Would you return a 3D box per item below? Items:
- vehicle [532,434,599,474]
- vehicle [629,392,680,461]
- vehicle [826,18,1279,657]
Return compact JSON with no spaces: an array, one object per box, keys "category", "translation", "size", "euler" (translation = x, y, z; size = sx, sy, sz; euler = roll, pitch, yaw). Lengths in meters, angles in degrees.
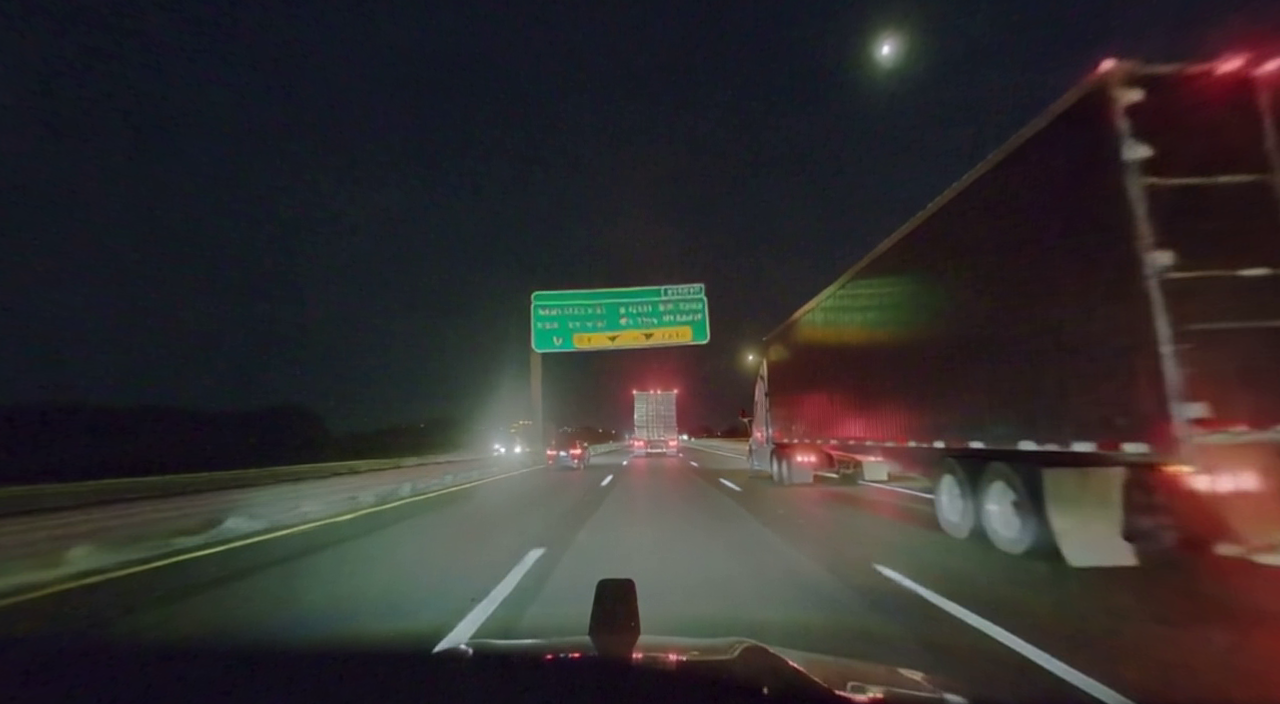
[{"category":"vehicle","translation":[-3.129,4.409,27.631],"size":[2.208,1.542,5.138],"euler":[0,-8,1]},{"category":"vehicle","translation":[1.025,5.307,44.134],"size":[2.966,4.072,13.408],"euler":[-1,-8,1]},{"category":"vehicle","translation":[5.046,0.330,7.989],"size":[2.873,3.998,8.286],"euler":[0,-8,1]}]
